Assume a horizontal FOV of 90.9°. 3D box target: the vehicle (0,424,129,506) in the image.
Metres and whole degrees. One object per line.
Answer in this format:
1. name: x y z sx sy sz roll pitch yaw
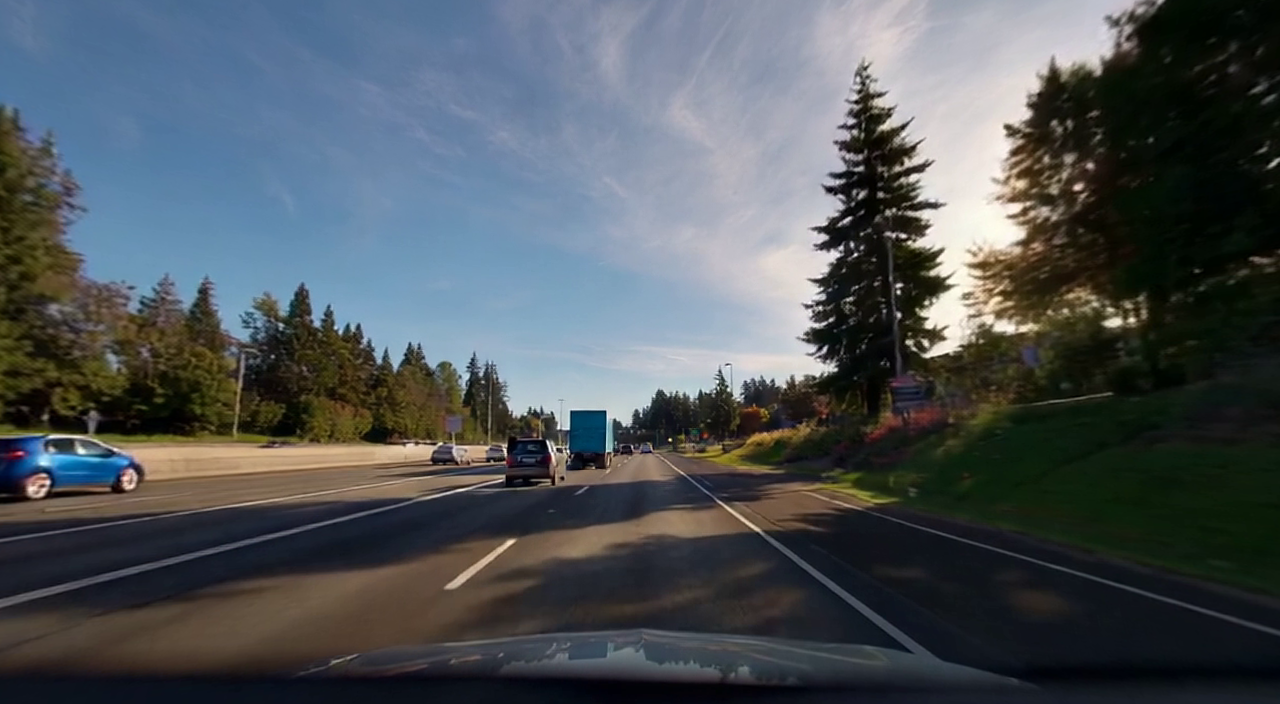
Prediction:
1. vehicle: -14.405 2.518 14.164 1.997 1.695 4.492 0 -8 1

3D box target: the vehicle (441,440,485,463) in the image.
1. vehicle: -13.707 7.750 49.151 2.017 1.685 4.732 0 -8 1

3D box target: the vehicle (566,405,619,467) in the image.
1. vehicle: -3.324 6.467 47.949 2.905 4.037 12.921 0 -8 0

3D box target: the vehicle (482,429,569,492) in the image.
1. vehicle: -3.679 3.581 21.184 2.058 1.840 4.443 0 -8 0

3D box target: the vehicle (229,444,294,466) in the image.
1. vehicle: -24.932 6.784 41.684 1.815 1.408 3.971 0 -8 0
